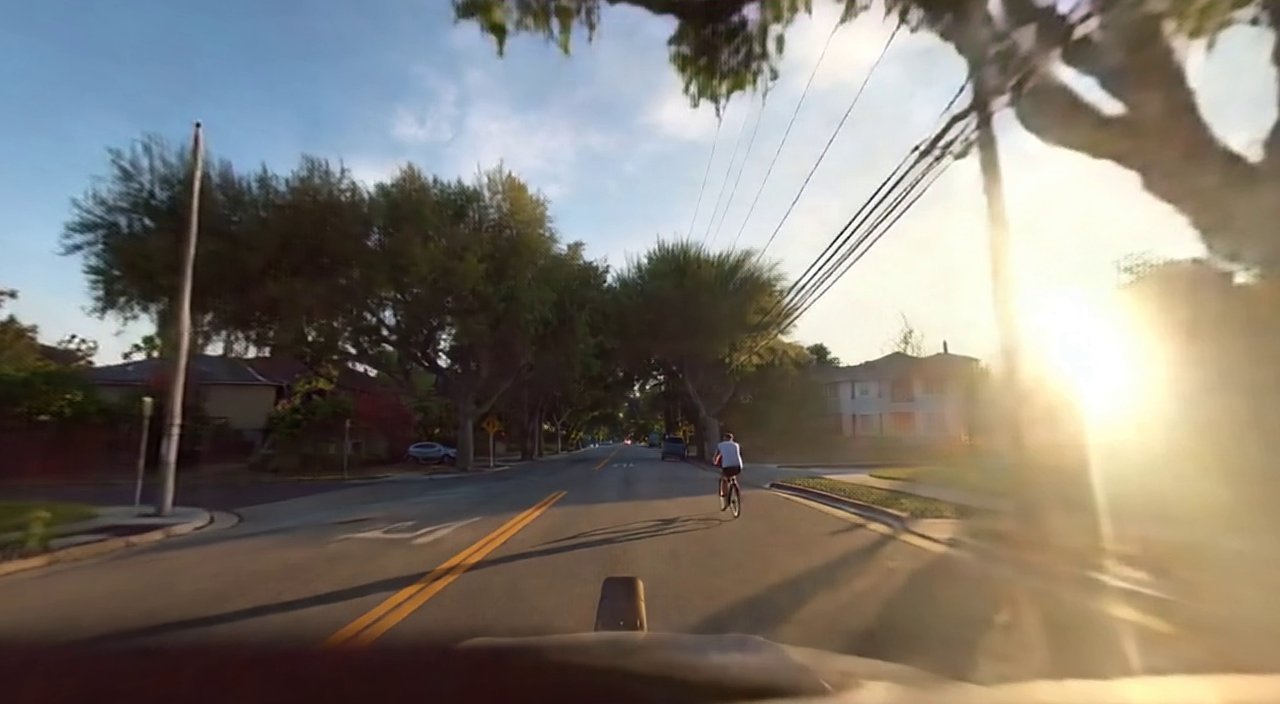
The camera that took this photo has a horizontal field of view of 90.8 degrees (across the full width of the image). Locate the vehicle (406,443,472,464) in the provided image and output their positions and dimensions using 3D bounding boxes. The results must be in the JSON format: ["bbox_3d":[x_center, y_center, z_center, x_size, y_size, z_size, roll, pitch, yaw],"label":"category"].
[{"bbox_3d":[-14.472,7.321,45.597,4.143,1.480,1.755,0,-8,-2],"label":"vehicle"}]
